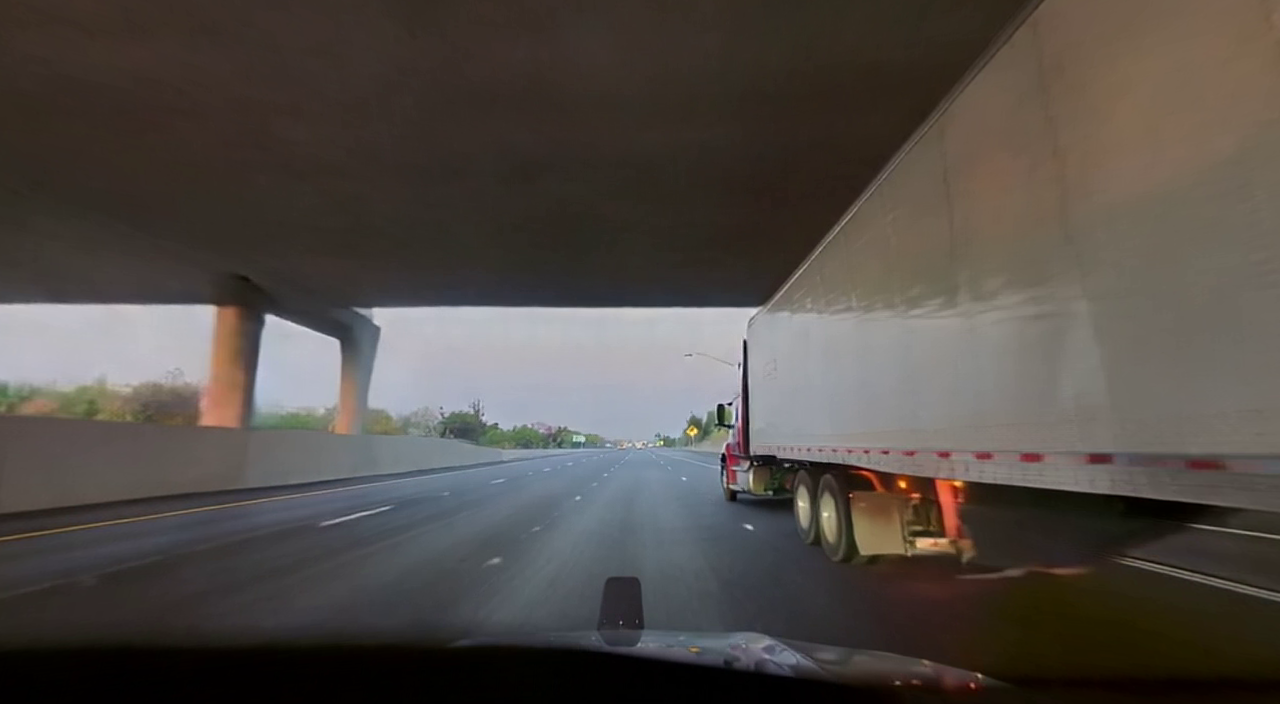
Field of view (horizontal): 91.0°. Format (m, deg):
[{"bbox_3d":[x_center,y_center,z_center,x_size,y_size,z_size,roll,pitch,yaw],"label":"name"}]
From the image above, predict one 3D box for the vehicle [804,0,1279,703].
[{"bbox_3d":[3.750,-0.592,0.856,2.949,4.149,16.046,0,-9,1],"label":"vehicle"}]
